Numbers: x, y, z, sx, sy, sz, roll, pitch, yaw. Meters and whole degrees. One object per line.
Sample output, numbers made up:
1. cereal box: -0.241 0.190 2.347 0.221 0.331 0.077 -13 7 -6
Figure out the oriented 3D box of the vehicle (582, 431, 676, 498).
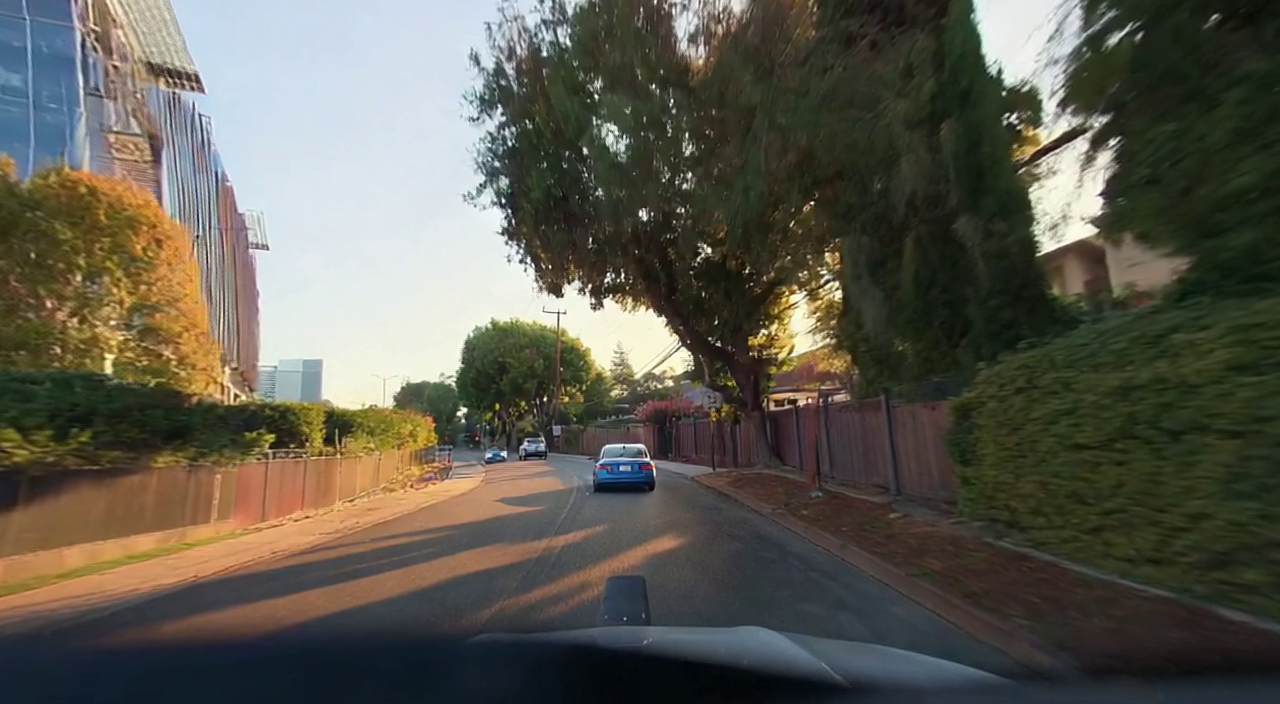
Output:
1. vehicle: -0.417 2.829 16.320 2.060 1.487 3.920 1 -8 -6
